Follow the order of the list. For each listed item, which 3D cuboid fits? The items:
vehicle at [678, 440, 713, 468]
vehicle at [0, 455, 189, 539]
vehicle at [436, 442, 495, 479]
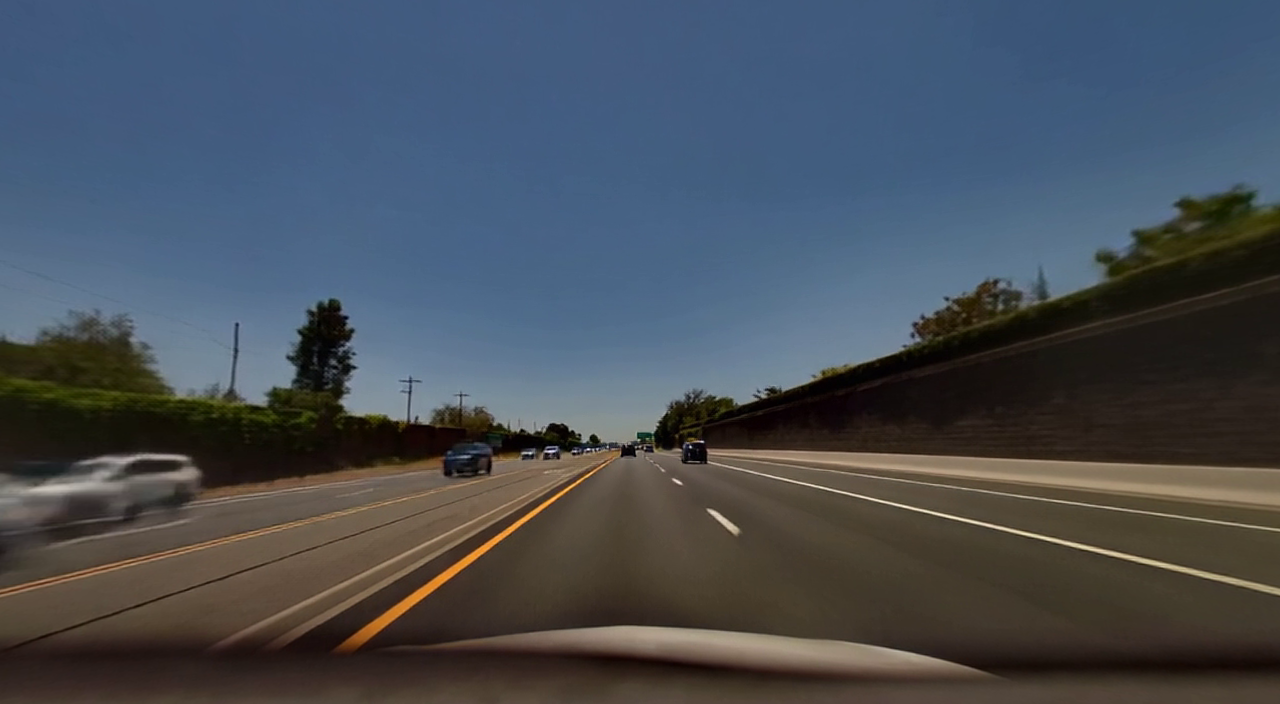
[{"bbox_3d":[3.356,6.194,38.253,1.972,1.614,4.025,-1,-9,5],"label":"vehicle"},{"bbox_3d":[-12.921,3.210,14.504,1.920,1.572,4.264,0,-9,-3],"label":"vehicle"},{"bbox_3d":[-8.852,5.531,32.171,2.032,1.690,4.489,0,-9,-5],"label":"vehicle"}]
